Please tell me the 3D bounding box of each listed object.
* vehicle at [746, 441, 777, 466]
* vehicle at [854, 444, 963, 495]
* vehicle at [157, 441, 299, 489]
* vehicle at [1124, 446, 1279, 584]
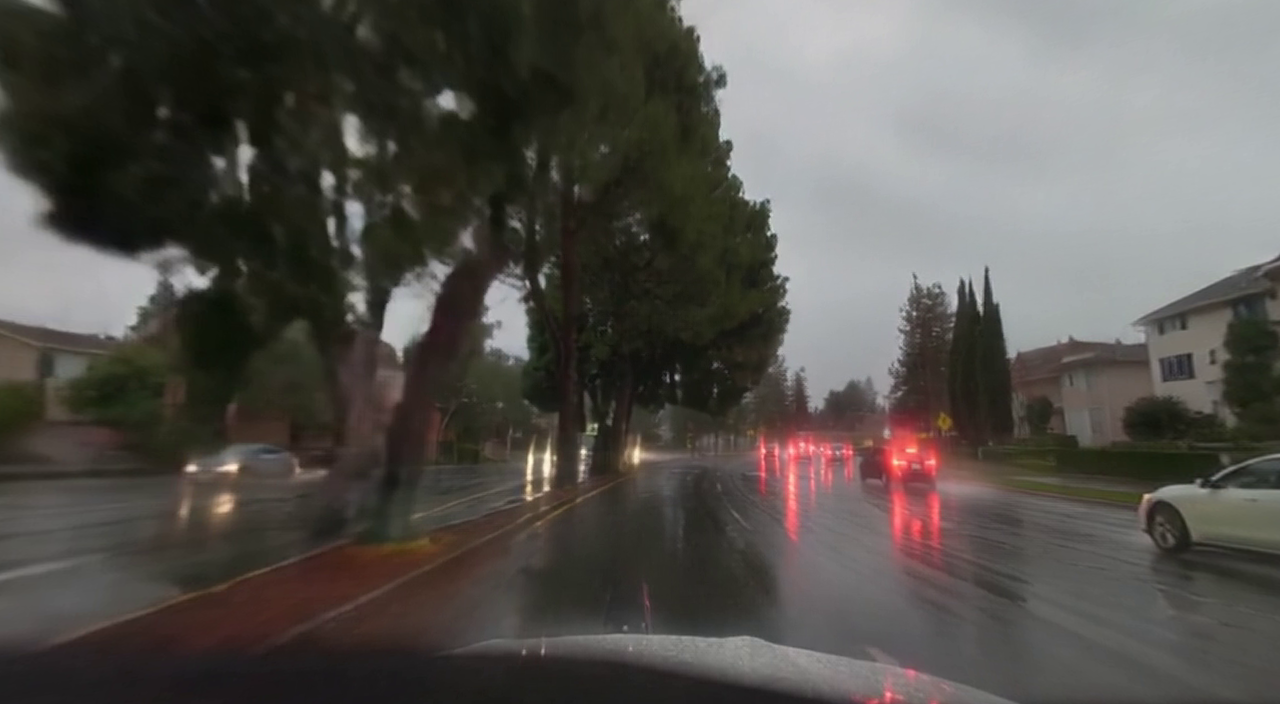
[{"bbox_3d":[8.474,7.086,44.109,1.991,1.684,4.127,-2,-9,10],"label":"vehicle"},{"bbox_3d":[8.589,3.764,20.638,1.855,1.444,4.389,-1,-8,4],"label":"vehicle"},{"bbox_3d":[-16.250,4.445,25.196,1.952,1.686,4.494,-2,-9,14],"label":"vehicle"},{"bbox_3d":[7.407,1.639,6.270,1.783,1.386,4.433,0,-8,2],"label":"vehicle"}]
